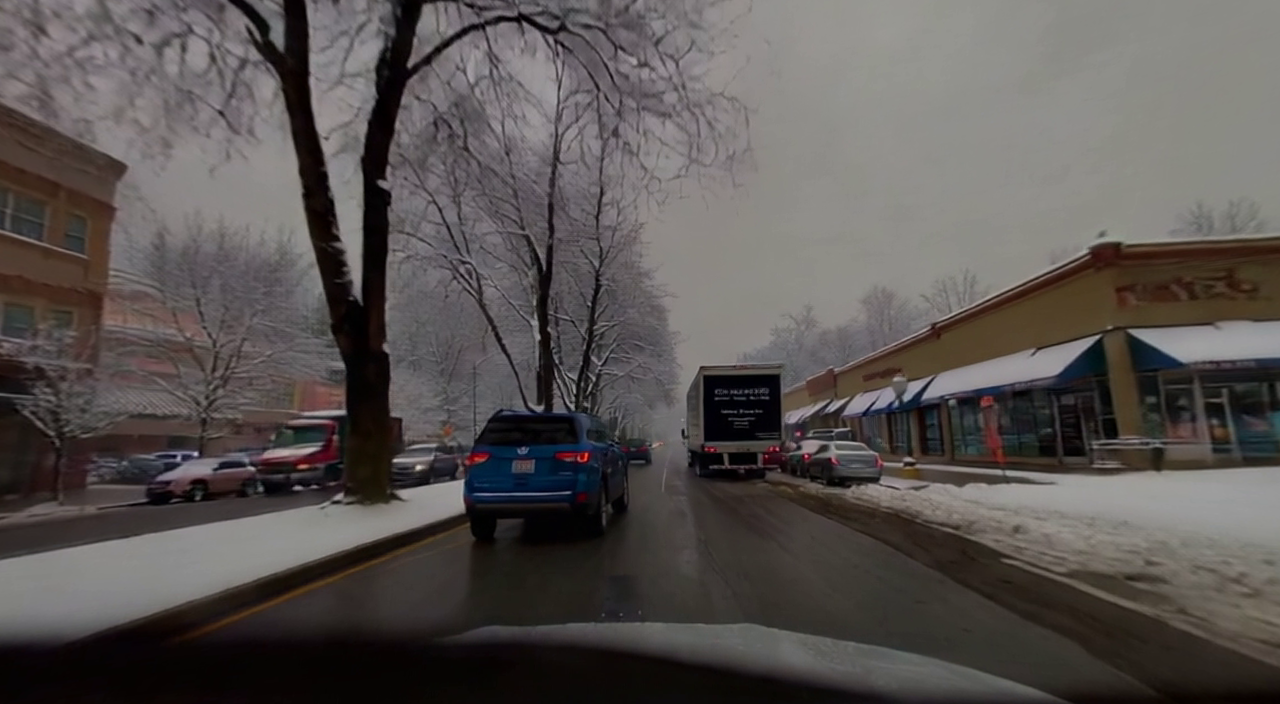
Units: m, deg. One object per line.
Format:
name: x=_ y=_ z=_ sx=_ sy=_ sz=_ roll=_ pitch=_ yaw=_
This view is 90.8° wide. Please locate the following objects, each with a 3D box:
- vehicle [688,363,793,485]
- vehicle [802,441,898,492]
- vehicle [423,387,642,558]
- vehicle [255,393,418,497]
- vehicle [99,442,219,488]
vehicle: x=3.957 y=3.402 z=28.341 sx=3.007 sy=4.206 sz=12.913 roll=-1 pitch=-8 yaw=2
vehicle: x=6.847 y=3.751 z=21.065 sx=1.929 sy=1.522 sz=4.158 roll=-1 pitch=-9 yaw=3
vehicle: x=-1.307 y=1.815 z=10.124 sx=2.293 sy=2.036 sz=4.853 roll=-1 pitch=-9 yaw=4
vehicle: x=-12.294 y=3.899 z=26.569 sx=3.027 sy=3.656 sz=7.024 roll=-3 pitch=-9 yaw=4
vehicle: x=-27.639 y=6.465 z=36.675 sx=2.153 sy=2.378 sz=5.796 roll=0 pitch=-8 yaw=3
